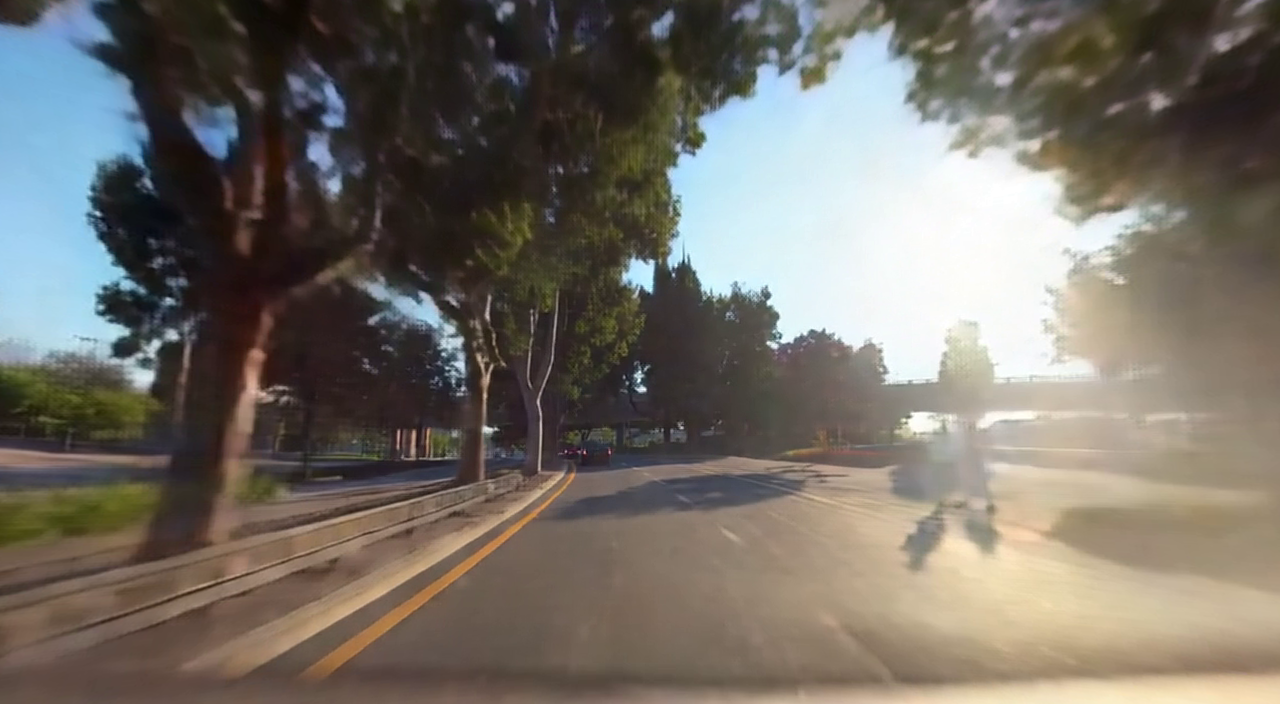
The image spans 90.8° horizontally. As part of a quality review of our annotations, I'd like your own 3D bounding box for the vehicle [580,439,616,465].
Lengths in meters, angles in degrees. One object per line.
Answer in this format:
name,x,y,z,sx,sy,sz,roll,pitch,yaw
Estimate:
vehicle,-3.006,7.002,44.281,2.184,1.713,4.231,2,-9,-8
